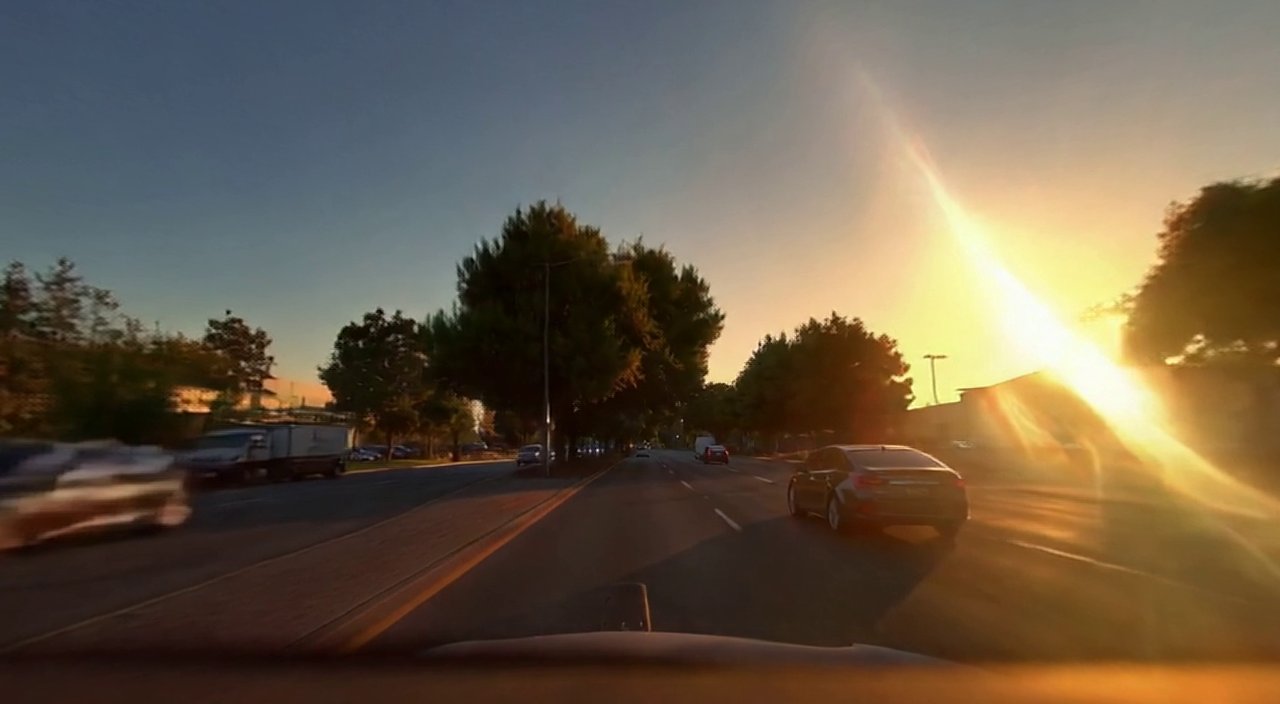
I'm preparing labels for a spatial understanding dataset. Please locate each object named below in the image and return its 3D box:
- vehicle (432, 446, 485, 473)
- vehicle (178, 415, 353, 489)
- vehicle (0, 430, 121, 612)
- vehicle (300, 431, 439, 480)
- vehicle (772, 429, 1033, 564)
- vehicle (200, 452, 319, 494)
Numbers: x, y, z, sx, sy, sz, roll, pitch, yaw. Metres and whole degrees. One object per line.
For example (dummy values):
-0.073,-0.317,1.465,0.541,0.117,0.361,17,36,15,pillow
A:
-11.854,7.029,41.303,2.018,1.639,4.764,-1,-9,1,vehicle
-18.233,5.042,31.758,3.043,2.916,9.736,-4,-9,-1,vehicle
-6.124,1.212,3.958,1.923,1.471,4.646,0,-9,-4,vehicle
-18.256,7.197,44.417,2.964,2.641,15.868,-3,-8,0,vehicle
3.435,1.964,9.340,1.935,1.501,4.384,0,-9,-1,vehicle
-14.973,4.755,25.077,1.859,1.452,4.608,0,-9,0,vehicle
